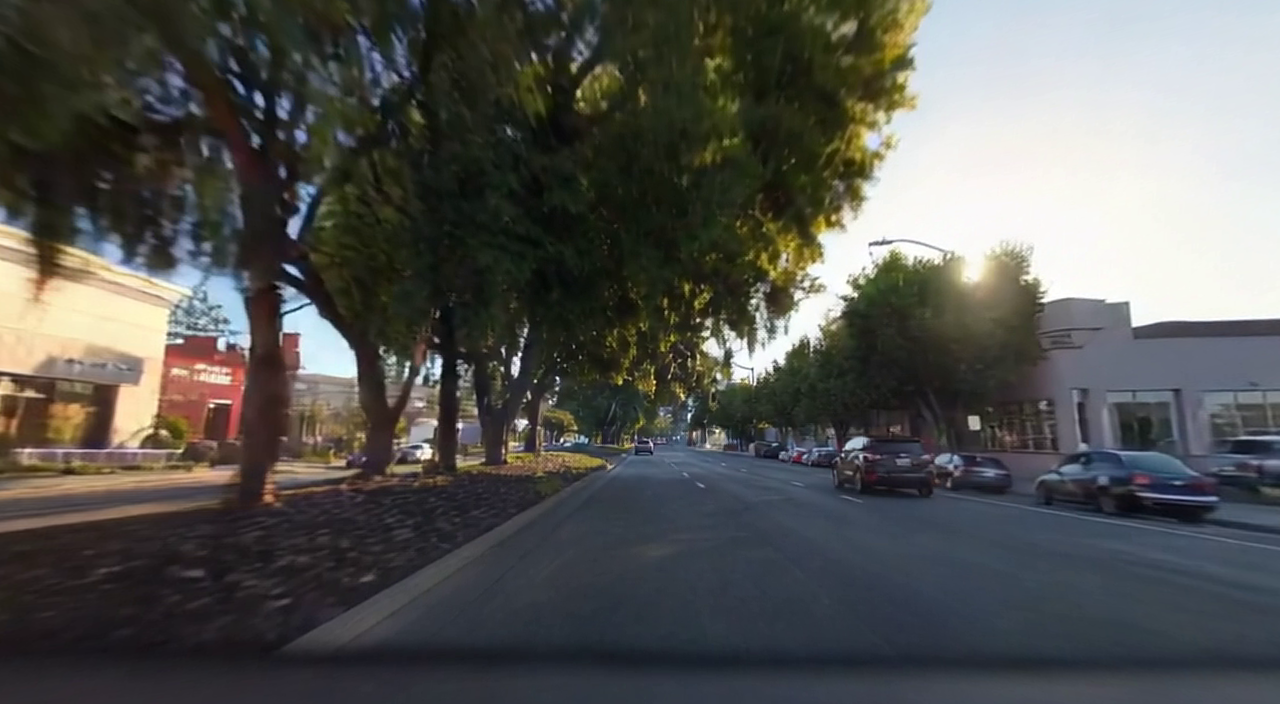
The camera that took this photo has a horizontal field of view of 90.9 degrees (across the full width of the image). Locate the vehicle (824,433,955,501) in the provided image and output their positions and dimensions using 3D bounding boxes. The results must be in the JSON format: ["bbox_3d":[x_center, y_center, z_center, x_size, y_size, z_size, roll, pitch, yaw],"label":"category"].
[{"bbox_3d":[6.744,3.121,17.552,2.072,1.669,3.836,0,-8,1],"label":"vehicle"}]

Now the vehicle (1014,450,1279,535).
[{"bbox_3d":[10.388,2.843,13.486,1.793,1.428,4.702,0,-8,-2],"label":"vehicle"}]
